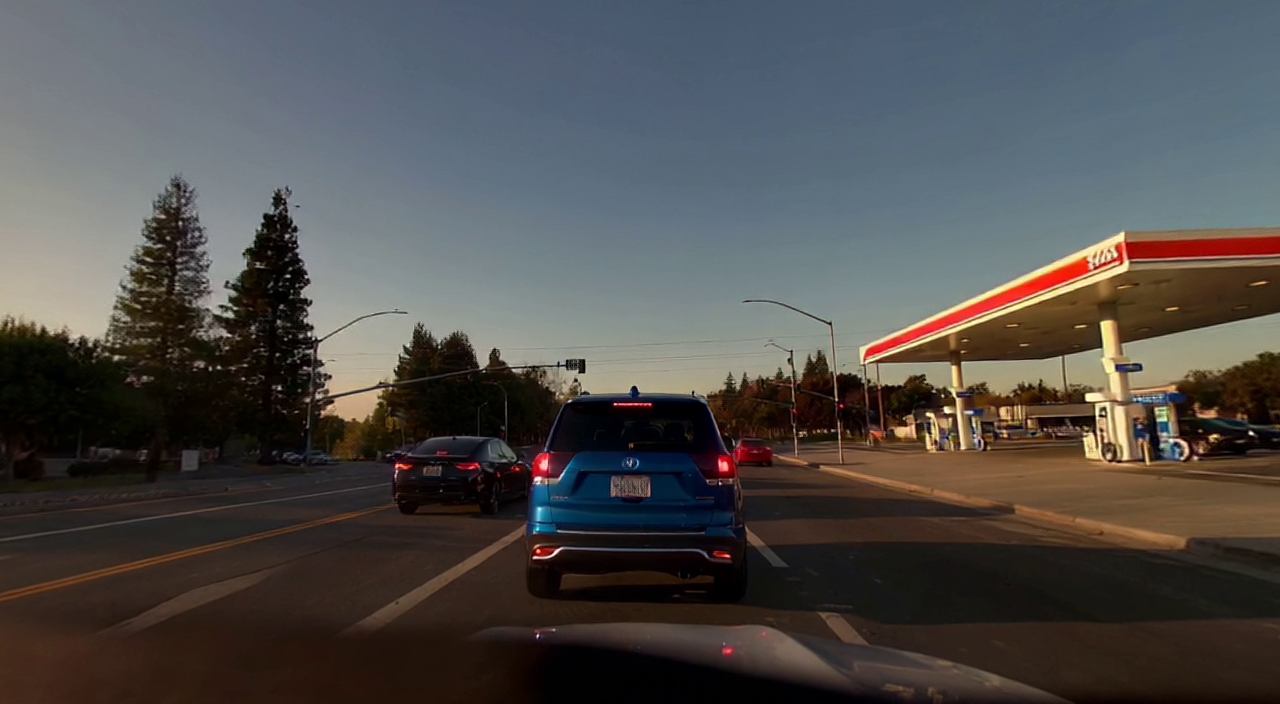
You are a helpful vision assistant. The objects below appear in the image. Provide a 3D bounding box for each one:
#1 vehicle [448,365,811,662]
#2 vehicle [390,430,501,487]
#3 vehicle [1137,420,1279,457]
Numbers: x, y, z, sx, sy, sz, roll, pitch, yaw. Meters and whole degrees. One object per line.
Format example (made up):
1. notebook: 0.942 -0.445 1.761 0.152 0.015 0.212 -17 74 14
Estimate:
1. vehicle: 0.014 1.316 6.131 2.236 1.819 4.291 -1 -9 2
2. vehicle: -6.650 3.707 22.186 2.065 1.753 4.525 -1 -9 6
3. vehicle: 25.956 3.969 28.789 4.551 1.616 1.973 -2 -9 11
